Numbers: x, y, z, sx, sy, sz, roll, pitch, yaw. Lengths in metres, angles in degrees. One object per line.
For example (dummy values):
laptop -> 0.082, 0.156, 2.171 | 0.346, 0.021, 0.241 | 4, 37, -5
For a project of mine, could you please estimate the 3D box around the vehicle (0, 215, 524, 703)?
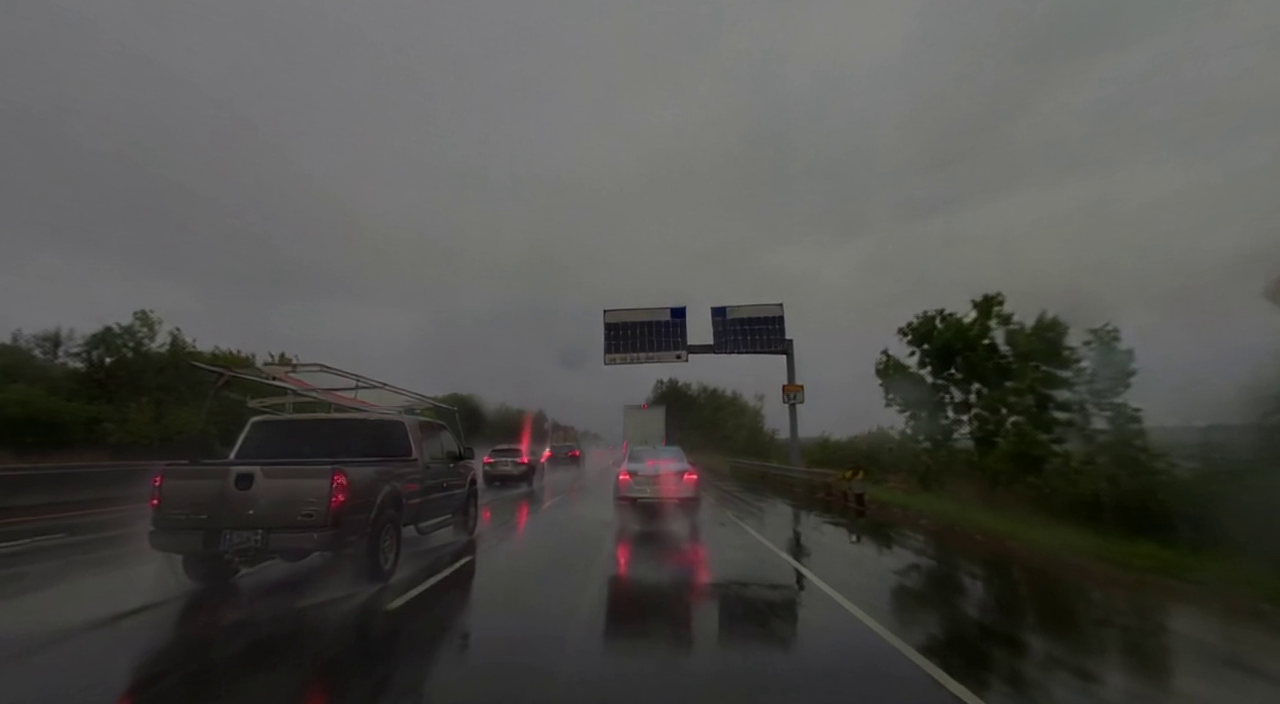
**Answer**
vehicle -> -3.065, 1.054, 6.915 | 2.289, 2.757, 6.726 | 0, -9, 0

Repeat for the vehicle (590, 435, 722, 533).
vehicle -> 0.229, 2.343, 11.684 | 2.063, 1.507, 3.488 | 0, -9, -1

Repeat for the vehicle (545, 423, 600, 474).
vehicle -> -3.667, 5.405, 35.315 | 2.290, 2.613, 5.975 | 0, -9, 1

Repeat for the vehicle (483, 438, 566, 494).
vehicle -> -3.634, 3.673, 20.586 | 1.963, 1.627, 3.849 | 0, -9, 0
